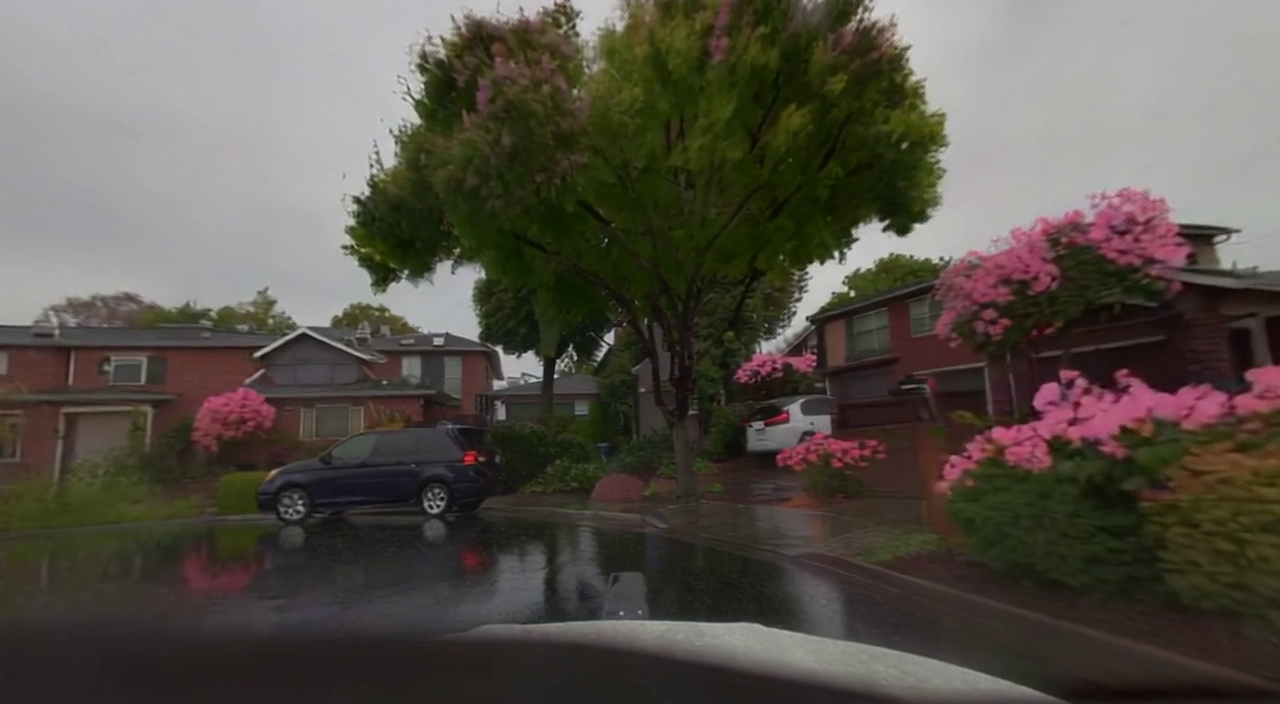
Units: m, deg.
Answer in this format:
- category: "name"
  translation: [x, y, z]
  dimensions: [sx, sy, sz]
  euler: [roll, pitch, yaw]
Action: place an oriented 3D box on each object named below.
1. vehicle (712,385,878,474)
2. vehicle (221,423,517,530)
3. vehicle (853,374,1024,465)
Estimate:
- category: "vehicle"
  translation: [4.067, 1.914, 16.126]
  dimensions: [2.310, 1.701, 4.280]
  euler: [-10, -6, 39]
- category: "vehicle"
  translation: [-5.108, 2.372, 12.382]
  dimensions: [4.815, 1.827, 2.147]
  euler: [-1, -9, 8]
- category: "vehicle"
  translation: [7.414, 1.577, 15.479]
  dimensions: [4.495, 1.773, 2.152]
  euler: [0, -6, -44]
